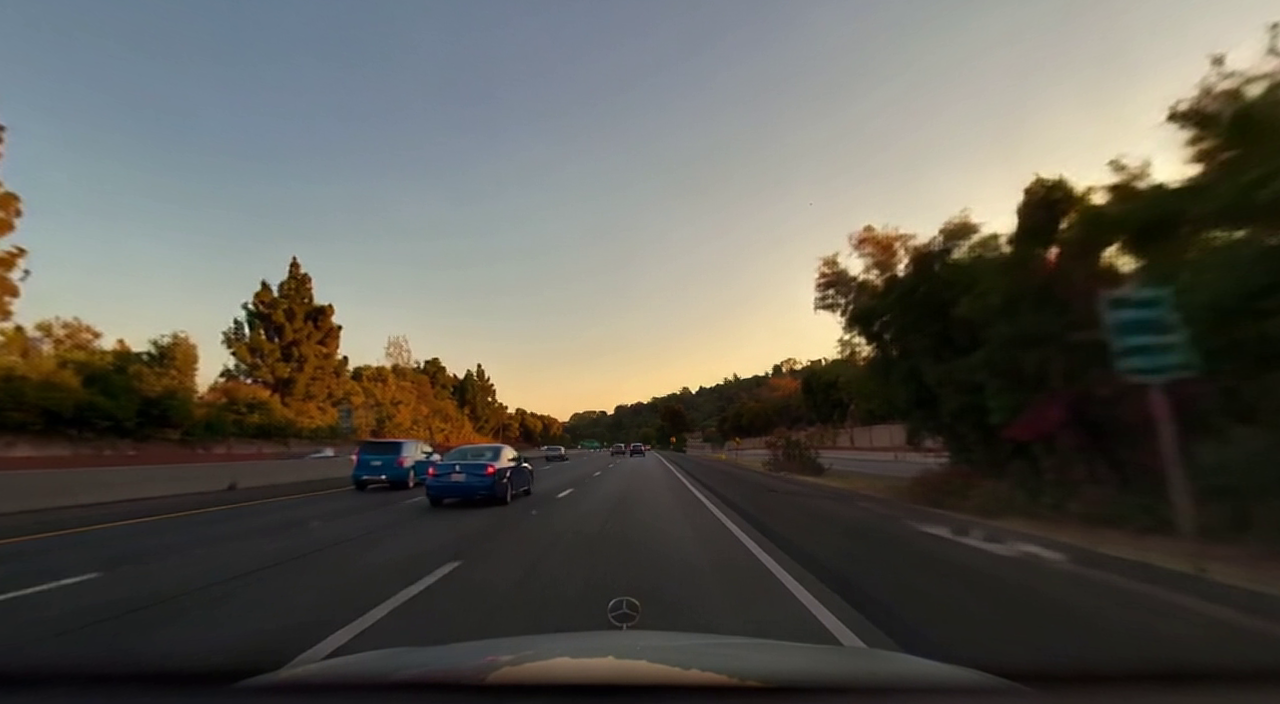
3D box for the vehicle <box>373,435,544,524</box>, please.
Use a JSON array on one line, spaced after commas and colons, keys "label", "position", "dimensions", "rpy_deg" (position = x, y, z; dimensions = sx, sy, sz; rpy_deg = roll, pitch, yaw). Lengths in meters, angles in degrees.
[{"label": "vehicle", "position": [-3.542, 2.589, 13.500], "dimensions": [2.081, 1.514, 4.943], "rpy_deg": [0, -8, 1]}]
